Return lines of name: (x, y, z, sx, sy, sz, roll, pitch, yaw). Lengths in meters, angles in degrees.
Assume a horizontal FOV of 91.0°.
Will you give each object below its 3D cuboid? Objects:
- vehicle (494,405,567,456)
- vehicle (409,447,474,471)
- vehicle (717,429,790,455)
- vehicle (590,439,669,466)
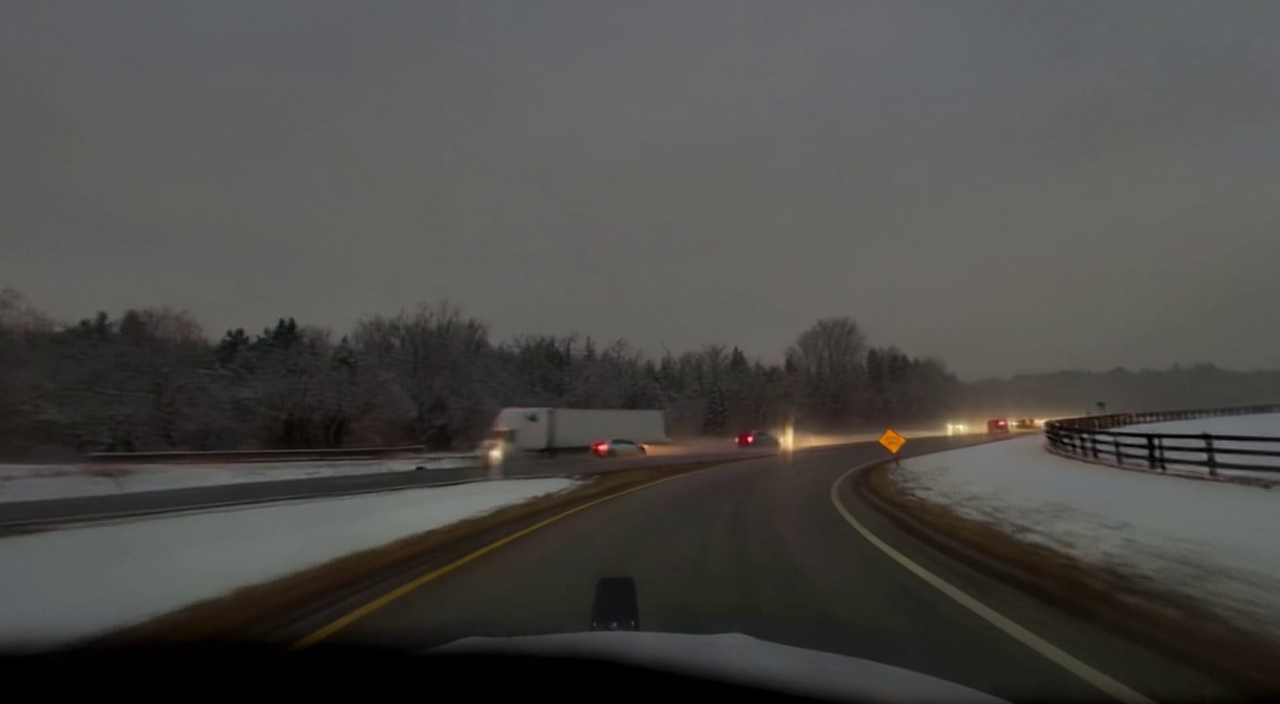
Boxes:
vehicle: (-8.521, 6.184, 49.225, 2.985, 3.697, 4.762, -8, -11, 43)
vehicle: (-12.361, 6.655, 39.289, 1.596, 1.339, 3.465, -8, -11, 43)
vehicle: (7.309, 5.747, 40.286, 4.843, 1.579, 2.135, 7, -11, -44)
vehicle: (-0.558, 6.086, 38.329, 4.819, 1.496, 1.923, 8, -11, -44)
